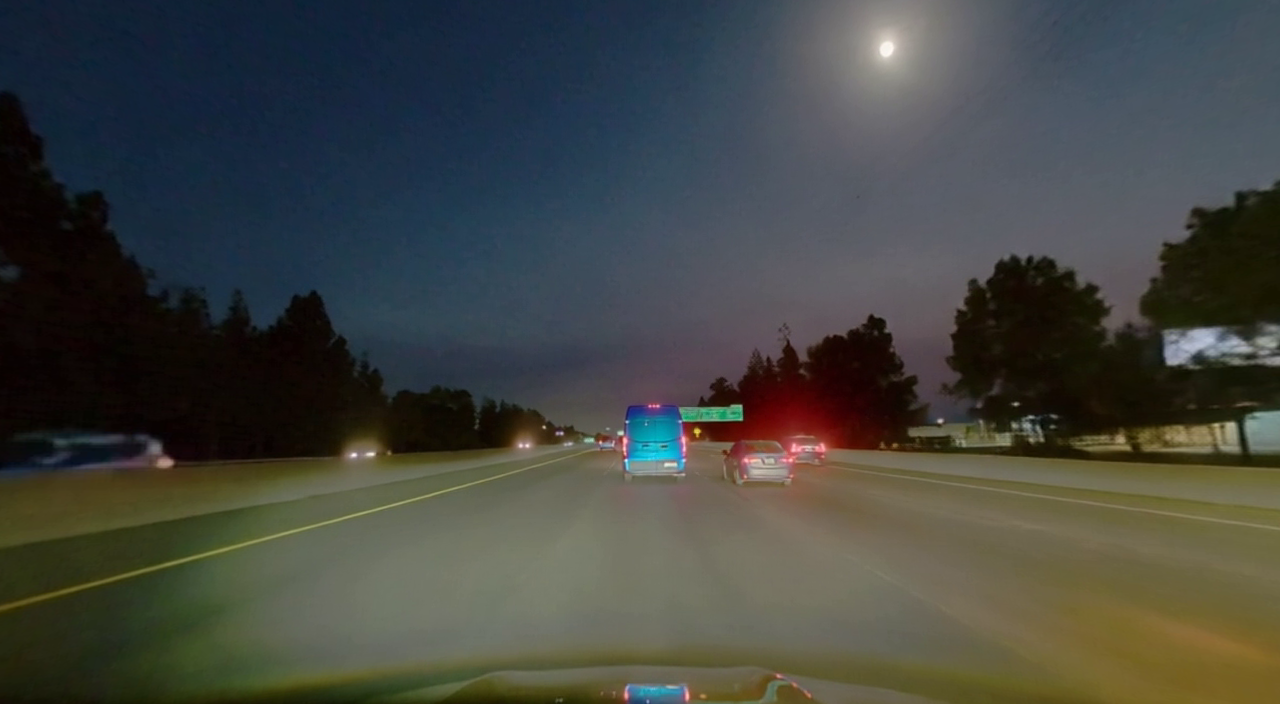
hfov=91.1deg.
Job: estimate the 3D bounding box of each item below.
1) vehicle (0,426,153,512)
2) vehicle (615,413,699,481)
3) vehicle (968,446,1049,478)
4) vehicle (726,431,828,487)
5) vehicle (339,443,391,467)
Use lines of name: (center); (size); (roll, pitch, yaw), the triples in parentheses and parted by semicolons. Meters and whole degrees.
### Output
vehicle: (-13.098, 2.389, 13.068); (2.055, 1.604, 4.852); (0, -8, -1)
vehicle: (0.416, 3.361, 22.257); (2.546, 2.087, 5.404); (0, -8, -3)
vehicle: (17.579, 5.249, 30.163); (1.670, 1.402, 3.595); (0, -8, -1)
vehicle: (3.976, 3.176, 18.941); (2.099, 1.510, 3.784); (0, -8, -2)
vehicle: (-20.626, 7.704, 47.264); (1.971, 1.673, 4.180); (-1, -8, 0)
